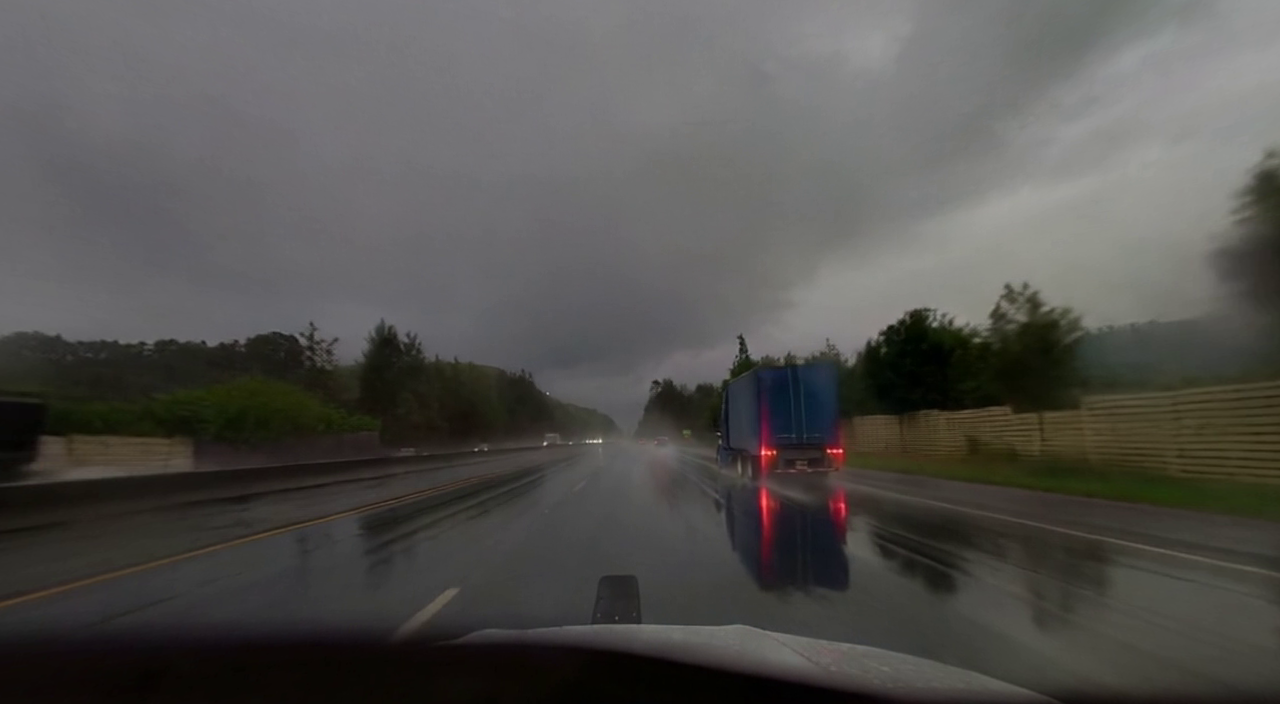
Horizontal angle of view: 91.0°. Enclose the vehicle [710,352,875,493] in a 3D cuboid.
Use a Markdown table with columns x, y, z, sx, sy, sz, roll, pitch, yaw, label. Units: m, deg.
| x | y | z | sx | sy | sz | roll | pitch | yaw | label |
| --- | --- | --- | --- | --- | --- | --- | --- | --- | --- |
| 4.060 | 2.204 | 18.941 | 2.766 | 3.349 | 7.796 | 0 | -8 | -2 | vehicle |
